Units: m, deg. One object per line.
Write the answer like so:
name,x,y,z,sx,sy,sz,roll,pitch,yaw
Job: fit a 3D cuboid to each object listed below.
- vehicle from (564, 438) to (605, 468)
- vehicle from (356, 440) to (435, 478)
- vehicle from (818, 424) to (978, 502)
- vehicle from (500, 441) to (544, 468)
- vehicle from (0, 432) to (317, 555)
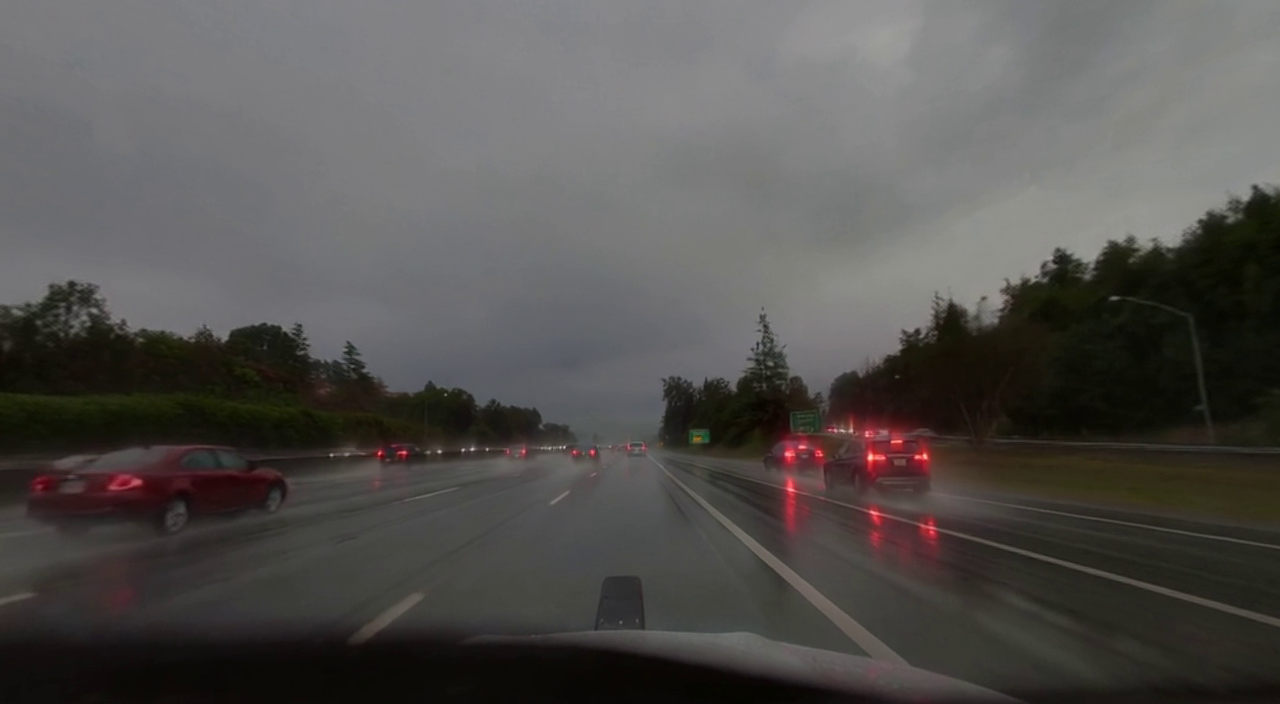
vehicle,-3.829,7.079,44.214,2.288,1.962,5.119,0,-9,1
vehicle,-11.403,5.016,29.705,1.958,1.633,4.302,0,-9,0
vehicle,6.827,3.015,17.424,2.259,1.816,4.862,0,-9,-1
vehicle,-7.911,6.925,42.678,2.087,1.755,4.457,0,-9,0
vehicle,-7.471,2.096,10.099,2.071,1.486,4.703,0,-9,0
